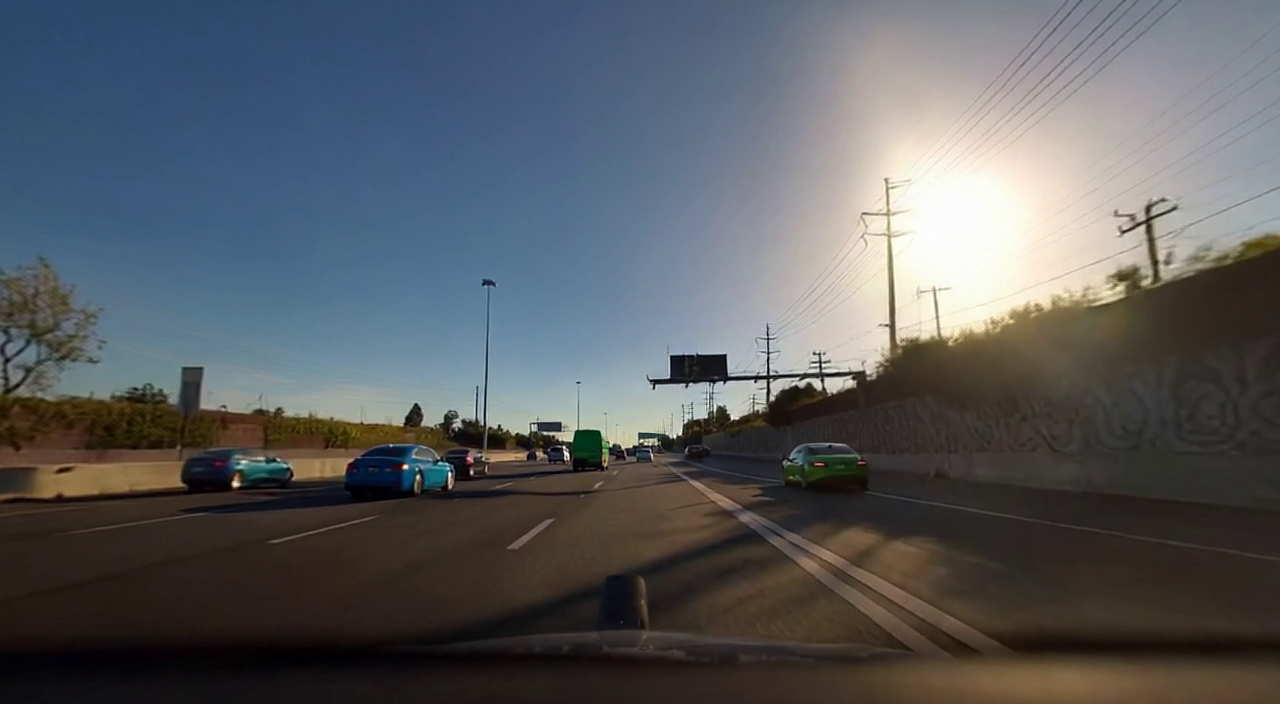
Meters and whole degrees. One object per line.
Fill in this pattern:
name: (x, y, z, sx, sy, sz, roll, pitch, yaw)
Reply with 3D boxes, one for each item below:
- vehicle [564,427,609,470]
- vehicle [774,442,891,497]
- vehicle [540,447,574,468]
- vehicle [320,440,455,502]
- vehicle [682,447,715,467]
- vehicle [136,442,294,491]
vehicle: (-3.438, 6.429, 41.891, 2.395, 2.660, 5.827, 0, -9, 1)
vehicle: (5.656, 3.510, 19.197, 2.052, 1.470, 4.364, 0, -9, -2)
vehicle: (-6.319, 8.033, 48.178, 1.944, 1.490, 4.442, 0, -9, 0)
vehicle: (-6.982, 3.323, 18.018, 1.967, 1.525, 4.458, 0, -9, 1)
vehicle: (4.462, 8.153, 49.034, 2.095, 1.504, 4.536, 0, -9, -1)
vehicle: (-14.771, 3.989, 22.365, 2.039, 1.538, 5.037, 0, -9, 1)
